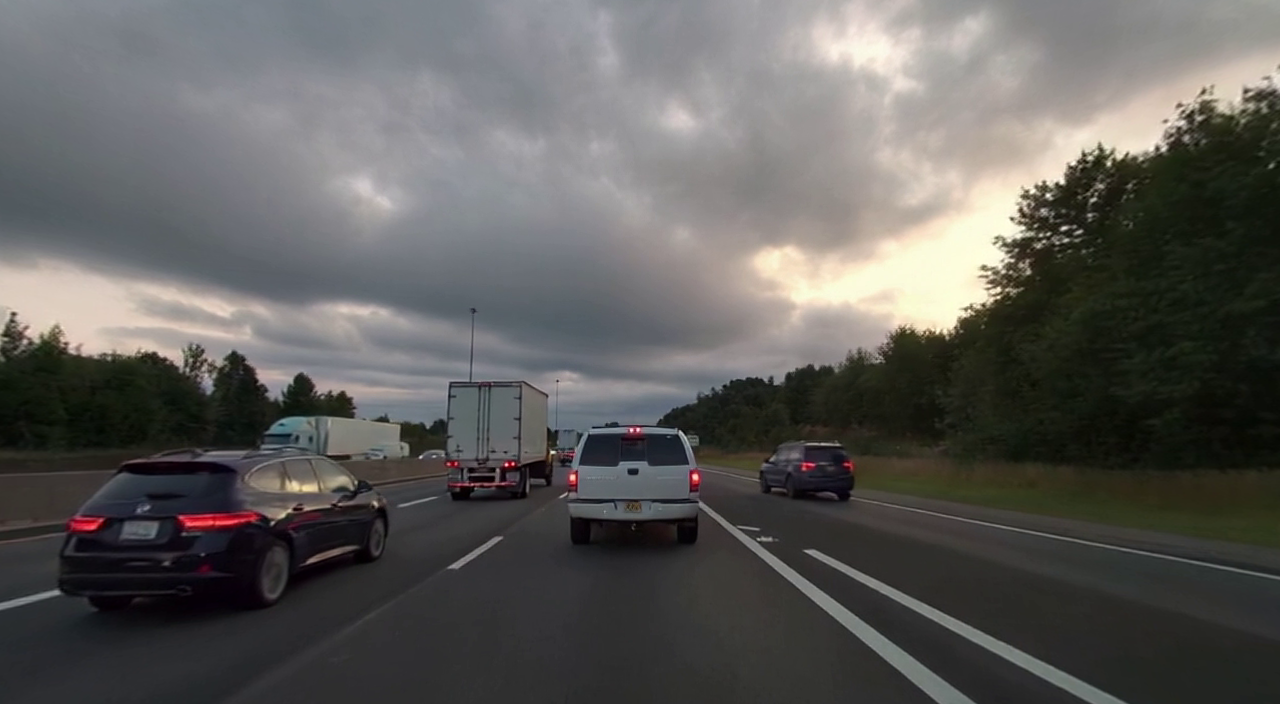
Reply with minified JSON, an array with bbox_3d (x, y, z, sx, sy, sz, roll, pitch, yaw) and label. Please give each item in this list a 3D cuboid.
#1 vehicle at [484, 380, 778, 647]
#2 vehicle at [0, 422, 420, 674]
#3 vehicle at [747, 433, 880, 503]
[{"bbox_3d":[-0.092,1.359,6.086,1.995,1.798,3.380,0,-9,-1],"label":"vehicle"},{"bbox_3d":[-3.928,1.532,6.078,1.986,1.501,4.407,-1,-9,1],"label":"vehicle"},{"bbox_3d":[4.943,3.394,18.905,2.182,1.781,4.875,0,-9,-5],"label":"vehicle"}]
